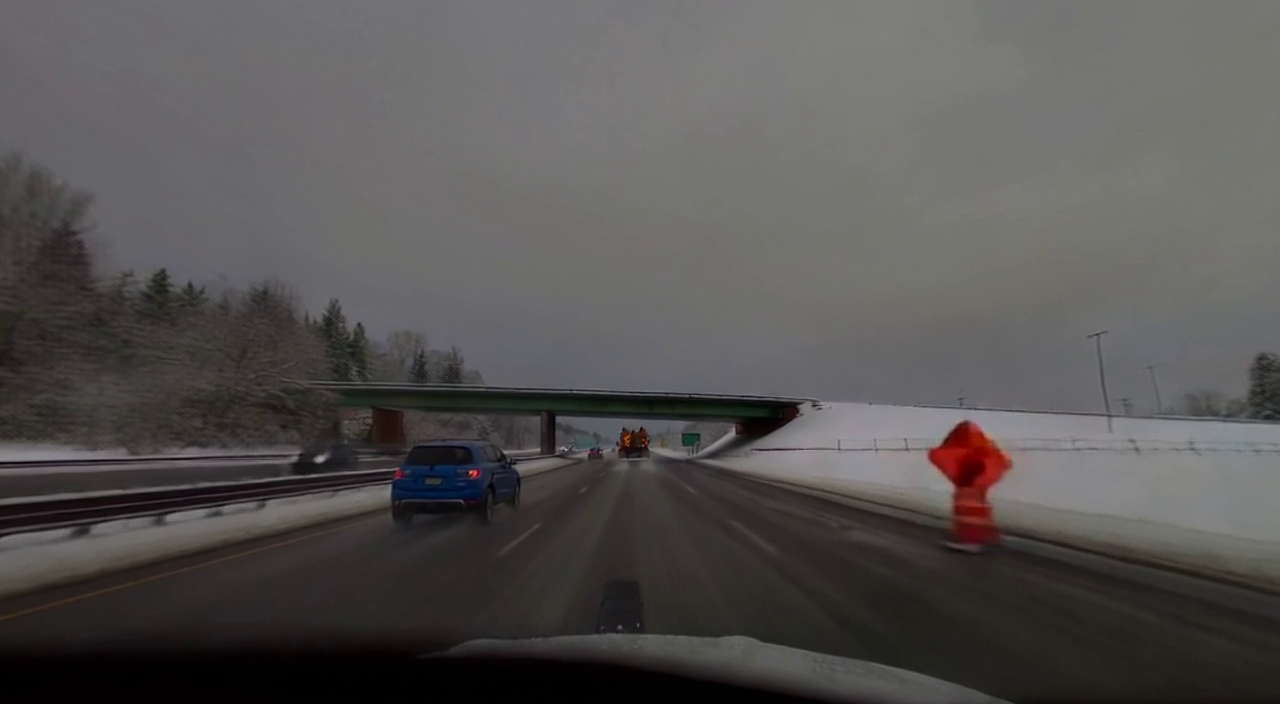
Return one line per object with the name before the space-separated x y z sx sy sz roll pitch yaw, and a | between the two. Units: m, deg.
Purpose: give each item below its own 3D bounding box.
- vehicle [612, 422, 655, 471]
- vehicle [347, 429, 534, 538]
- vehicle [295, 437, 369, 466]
vehicle | -0.467 6.453 43.259 2.672 3.056 6.900 0 -8 -1
vehicle | -3.409 2.332 11.804 2.088 1.643 4.215 0 -8 0
vehicle | -16.560 5.361 34.181 1.737 1.456 4.422 0 -8 1
